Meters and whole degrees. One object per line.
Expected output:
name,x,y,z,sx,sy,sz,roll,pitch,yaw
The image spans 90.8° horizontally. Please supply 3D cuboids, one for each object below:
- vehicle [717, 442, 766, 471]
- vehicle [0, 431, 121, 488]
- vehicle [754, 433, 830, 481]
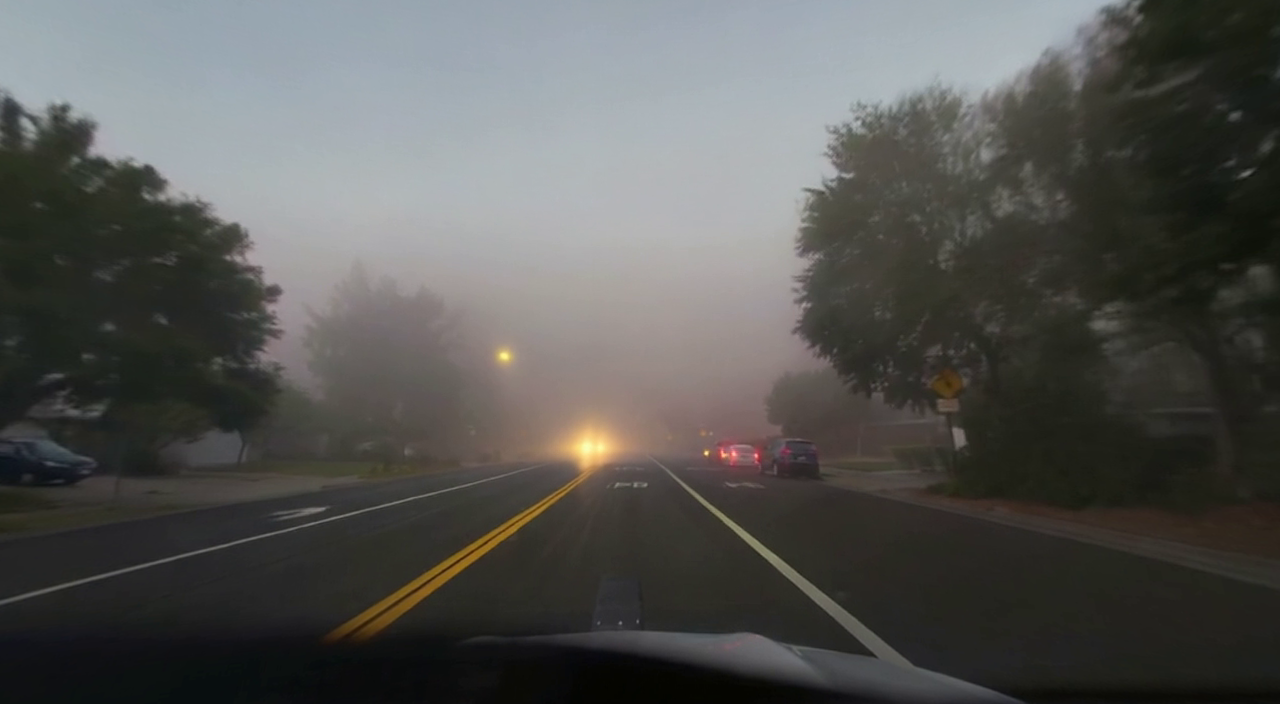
vehicle,6.236,6.434,39.256,2.226,1.682,4.461,0,-8,-1
vehicle,-19.662,3.364,20.047,4.497,1.674,2.168,-1,-8,4
vehicle,6.500,4.517,27.519,2.099,1.878,4.476,0,-8,-1
